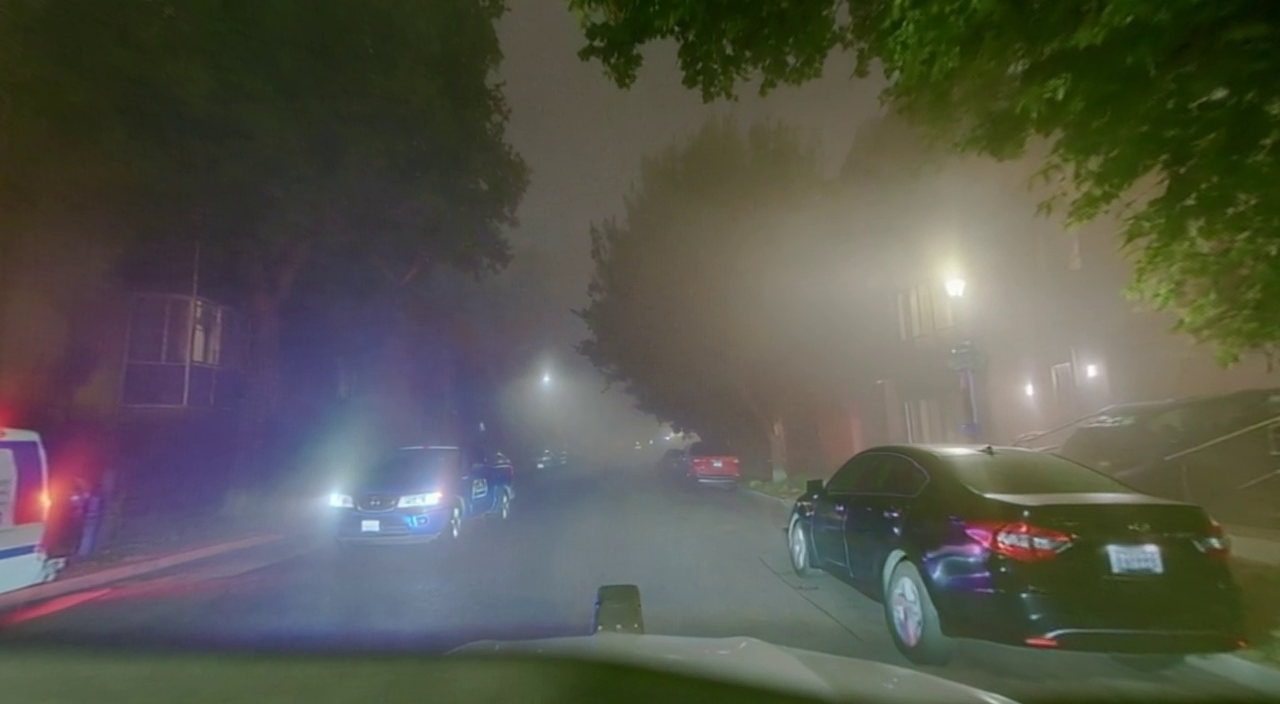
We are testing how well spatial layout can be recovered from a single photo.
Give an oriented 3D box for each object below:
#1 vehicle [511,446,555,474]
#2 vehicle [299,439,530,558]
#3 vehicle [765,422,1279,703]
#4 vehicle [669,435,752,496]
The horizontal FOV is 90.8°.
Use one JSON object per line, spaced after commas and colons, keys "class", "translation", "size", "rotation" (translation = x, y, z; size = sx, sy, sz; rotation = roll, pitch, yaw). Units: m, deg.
{"class": "vehicle", "translation": [-6.664, 6.731, 39.719], "size": [1.959, 1.490, 4.361], "rotation": [0, -7, 1]}
{"class": "vehicle", "translation": [-3.323, 2.224, 10.438], "size": [1.966, 1.515, 4.394], "rotation": [-1, -8, 3]}
{"class": "vehicle", "translation": [2.568, 1.408, 5.193], "size": [1.845, 1.479, 4.727], "rotation": [1, -8, -3]}
{"class": "vehicle", "translation": [2.037, 3.431, 19.469], "size": [1.878, 1.664, 4.033], "rotation": [1, -8, -3]}
